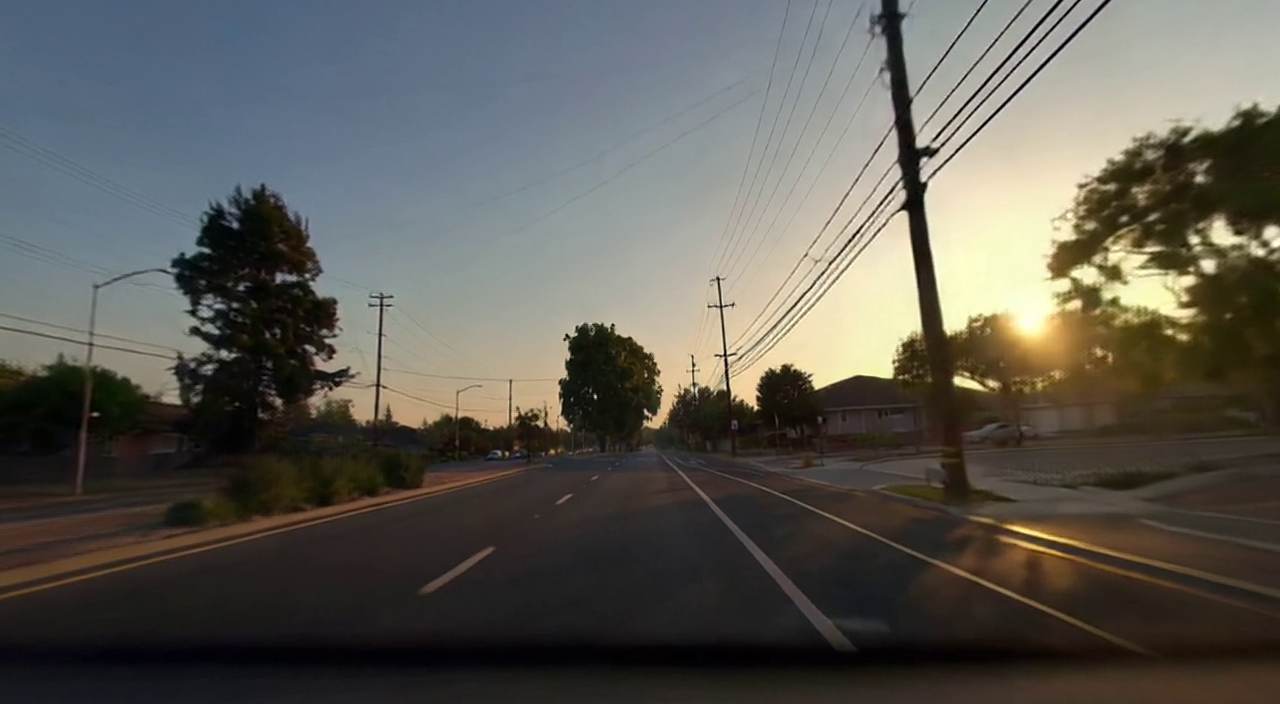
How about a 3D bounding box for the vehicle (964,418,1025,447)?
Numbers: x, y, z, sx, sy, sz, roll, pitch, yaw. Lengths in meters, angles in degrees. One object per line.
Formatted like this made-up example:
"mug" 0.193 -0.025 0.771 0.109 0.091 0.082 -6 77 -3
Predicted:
"vehicle" 26.663 6.136 47.540 2.009 2.044 4.571 0 -9 2
